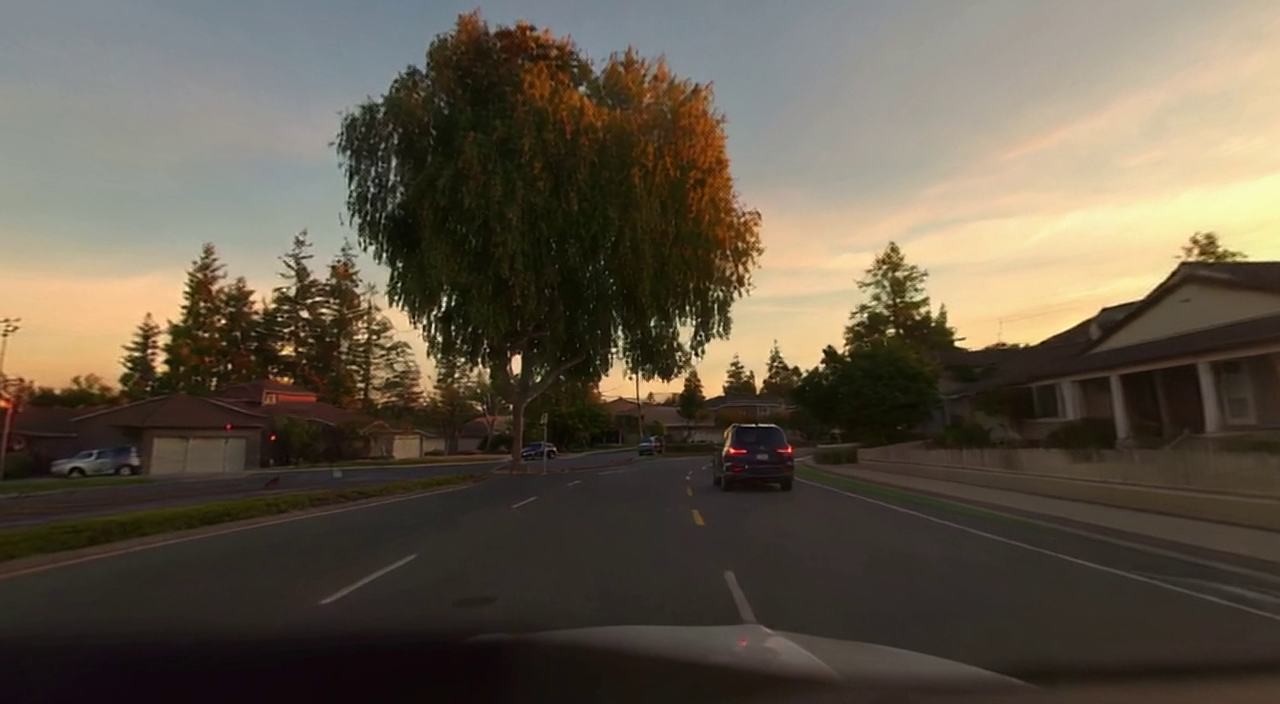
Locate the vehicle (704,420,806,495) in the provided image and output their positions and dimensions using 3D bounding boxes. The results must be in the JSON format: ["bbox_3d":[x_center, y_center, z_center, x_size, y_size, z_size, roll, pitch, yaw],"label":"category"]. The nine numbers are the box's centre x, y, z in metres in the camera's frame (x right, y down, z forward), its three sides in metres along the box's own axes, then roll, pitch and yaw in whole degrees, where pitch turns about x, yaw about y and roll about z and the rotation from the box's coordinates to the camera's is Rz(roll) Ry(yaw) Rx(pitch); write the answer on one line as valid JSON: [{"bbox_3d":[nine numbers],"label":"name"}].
[{"bbox_3d":[3.084,2.971,18.035,2.141,1.833,4.704,0,-8,1],"label":"vehicle"}]

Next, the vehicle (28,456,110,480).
[{"bbox_3d":[-36.471,7.390,40.299,3.339,1.383,1.865,0,-8,-3],"label":"vehicle"}]
